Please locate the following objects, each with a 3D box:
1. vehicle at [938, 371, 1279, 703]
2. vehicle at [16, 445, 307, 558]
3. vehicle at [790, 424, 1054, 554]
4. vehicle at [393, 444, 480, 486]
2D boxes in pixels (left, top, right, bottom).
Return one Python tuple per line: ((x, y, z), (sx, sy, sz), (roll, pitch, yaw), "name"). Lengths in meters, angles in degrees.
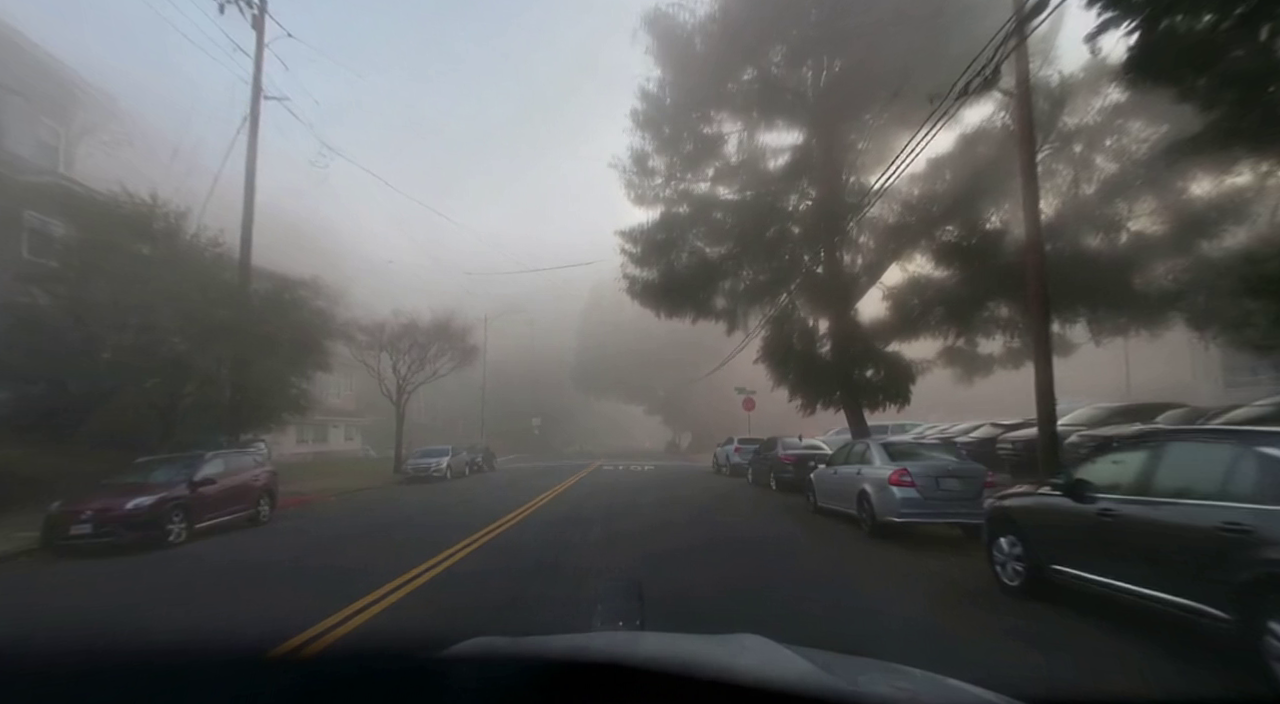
((4.127, 1.160, 4.502), (1.918, 1.713, 4.275), (0, -8, 0), "vehicle")
((-7.876, 2.432, 11.021), (1.962, 1.568, 3.939), (0, -8, 0), "vehicle")
((4.034, 2.026, 10.117), (2.133, 1.586, 4.498), (0, -8, 0), "vehicle")
((-7.918, 4.418, 25.105), (1.904, 1.488, 4.600), (0, -8, 0), "vehicle")
